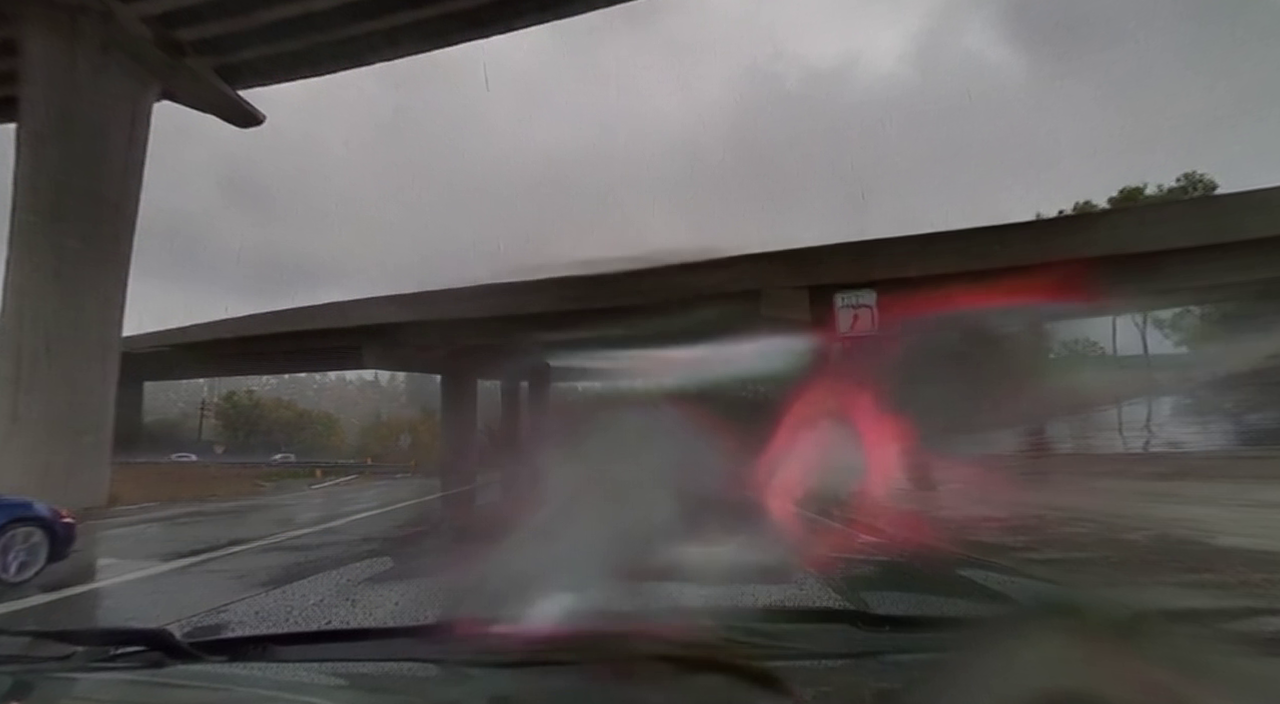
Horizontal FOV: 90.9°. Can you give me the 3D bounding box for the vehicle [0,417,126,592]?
[{"bbox_3d":[-7.222,1.364,5.355,2.108,1.670,4.235,0,-9,-1],"label":"vehicle"}]
